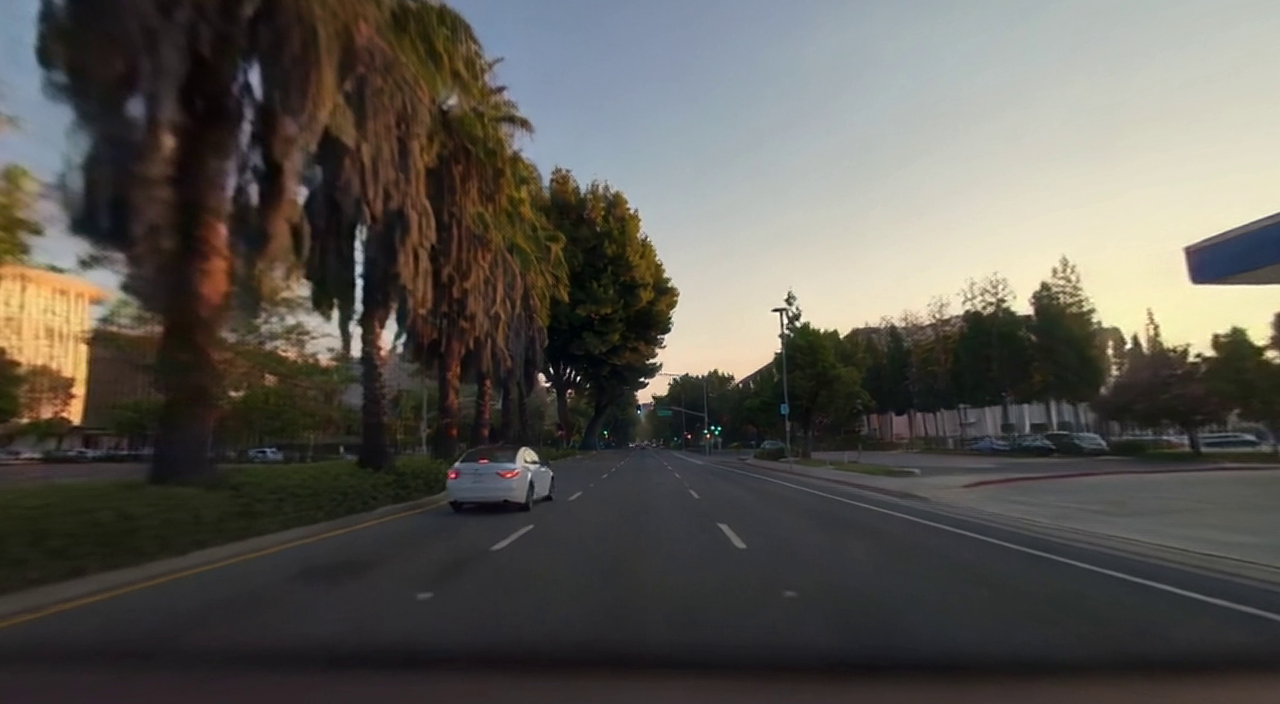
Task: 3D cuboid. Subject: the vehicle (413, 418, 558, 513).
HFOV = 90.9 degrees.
[{"bbox_3d":[-3.196,2.465,14.089,2.011,1.756,4.478,0,-9,1],"label":"vehicle"}]
